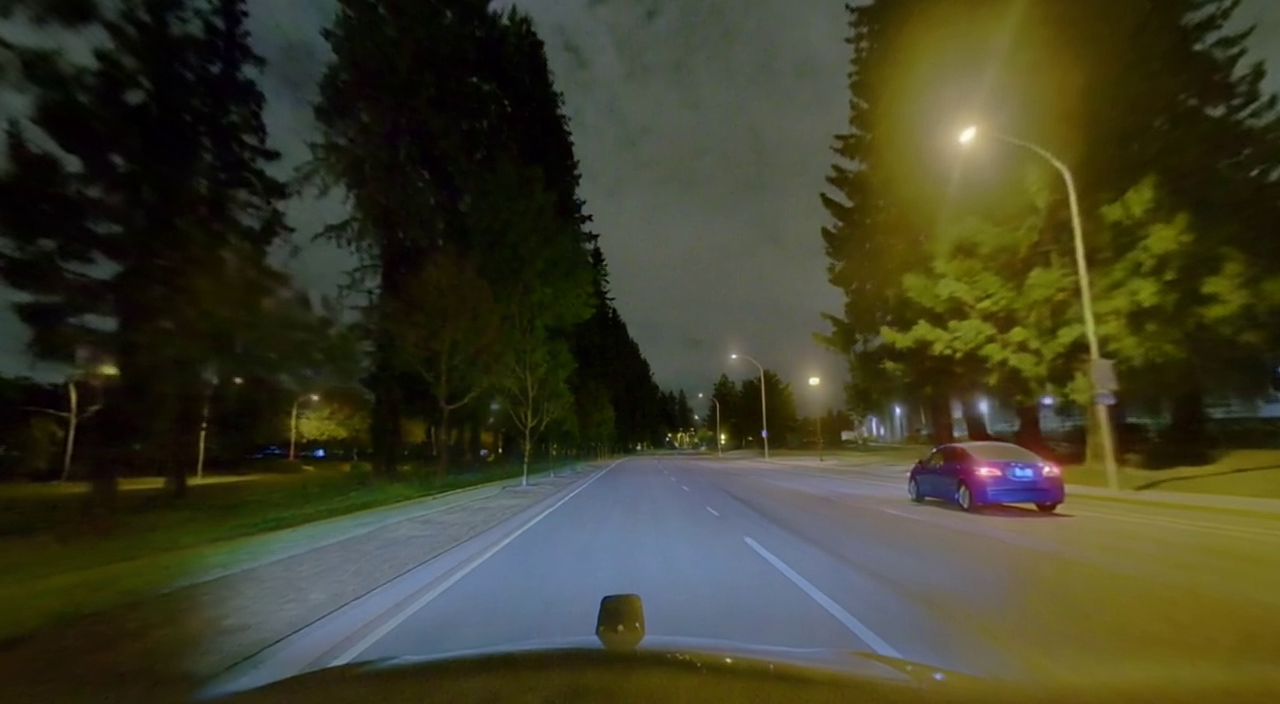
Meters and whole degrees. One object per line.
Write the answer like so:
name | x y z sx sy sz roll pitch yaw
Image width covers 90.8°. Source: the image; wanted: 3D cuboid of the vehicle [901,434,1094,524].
vehicle | 6.917 2.451 12.707 1.797 1.518 3.433 0 -8 -1
